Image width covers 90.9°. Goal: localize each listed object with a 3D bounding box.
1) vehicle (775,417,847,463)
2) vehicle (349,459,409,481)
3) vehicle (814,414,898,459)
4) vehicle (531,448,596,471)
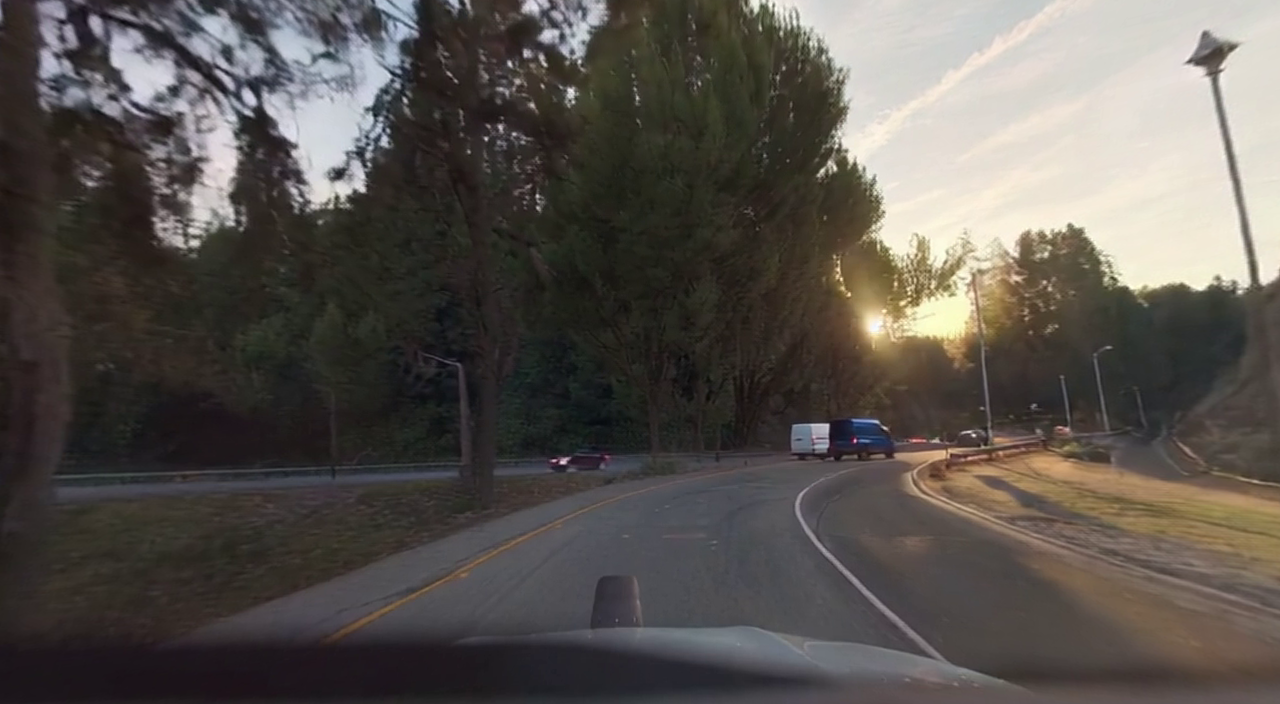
[{"bbox_3d":[11.276,5.740,41.376,4.784,2.535,2.203,2,-10,-44],"label":"vehicle"},{"bbox_3d":[-18.362,8.250,44.341,3.512,1.359,1.579,7,-10,-38],"label":"vehicle"},{"bbox_3d":[15.653,6.072,45.438,7.155,2.942,2.420,7,-10,-42],"label":"vehicle"},{"bbox_3d":[-5.200,7.312,43.131,4.034,1.479,1.840,7,-10,-41],"label":"vehicle"}]
